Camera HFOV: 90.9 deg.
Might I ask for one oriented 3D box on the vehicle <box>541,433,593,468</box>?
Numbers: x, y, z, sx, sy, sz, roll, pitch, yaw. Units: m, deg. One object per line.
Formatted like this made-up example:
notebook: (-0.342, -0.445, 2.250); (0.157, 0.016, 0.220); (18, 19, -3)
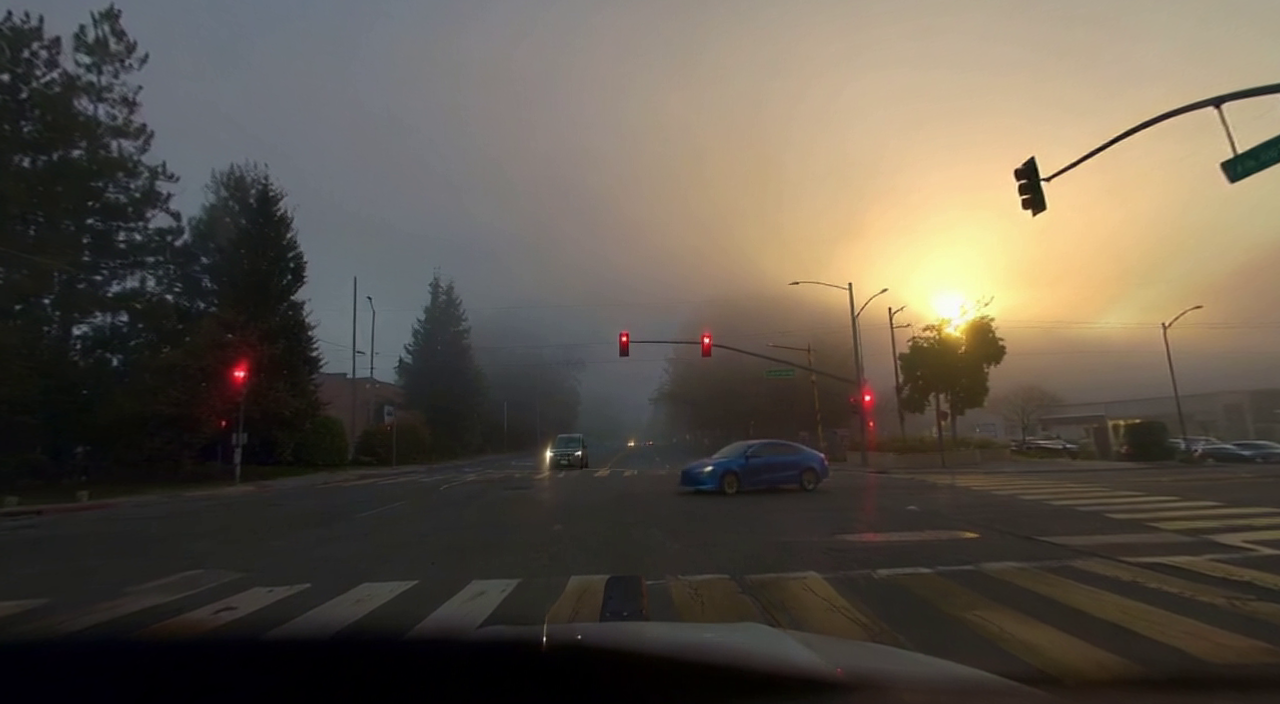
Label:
vehicle: (-3.663, 5.049, 32.445); (2.140, 1.638, 4.259); (0, -8, 0)

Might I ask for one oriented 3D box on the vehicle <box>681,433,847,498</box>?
vehicle: (3.419, 3.011, 17.117); (4.377, 1.523, 1.877); (6, -10, -35)

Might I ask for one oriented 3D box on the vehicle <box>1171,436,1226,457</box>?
vehicle: (42.854, 7.241, 48.293); (4.133, 1.561, 1.824); (5, -10, -30)
